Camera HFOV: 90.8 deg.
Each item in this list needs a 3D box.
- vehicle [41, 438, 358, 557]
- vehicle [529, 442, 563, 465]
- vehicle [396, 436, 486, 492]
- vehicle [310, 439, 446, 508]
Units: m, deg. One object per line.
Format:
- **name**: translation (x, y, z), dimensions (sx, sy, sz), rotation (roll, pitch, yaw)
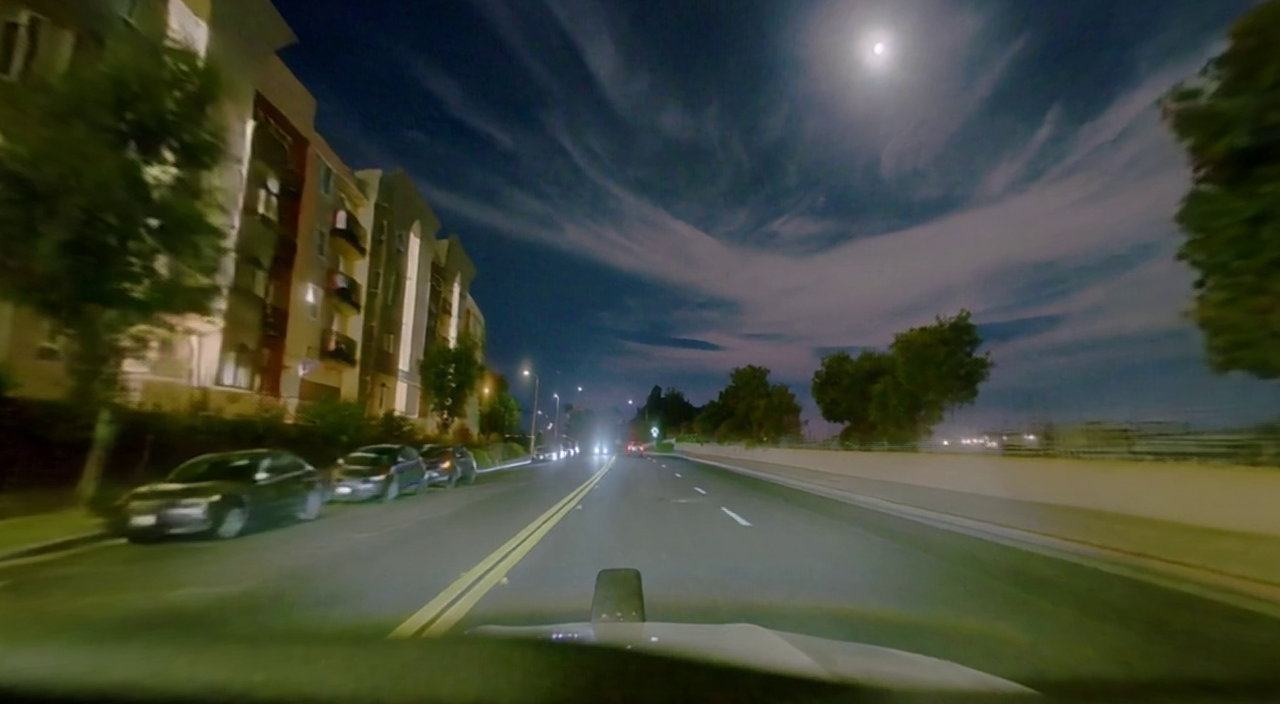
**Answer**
- **vehicle**: translation (-6.728, 2.199, 10.539), dimensions (1.914, 1.417, 4.750), rotation (3, -8, -1)
- **vehicle**: translation (-7.184, 7.780, 48.722), dimensions (1.913, 1.560, 4.513), rotation (3, -8, 0)
- **vehicle**: translation (-6.795, 3.805, 22.012), dimensions (1.878, 1.658, 3.827), rotation (3, -7, -1)
- **vehicle**: translation (-6.772, 3.130, 16.906), dimensions (1.773, 1.466, 4.407), rotation (4, -8, -1)
